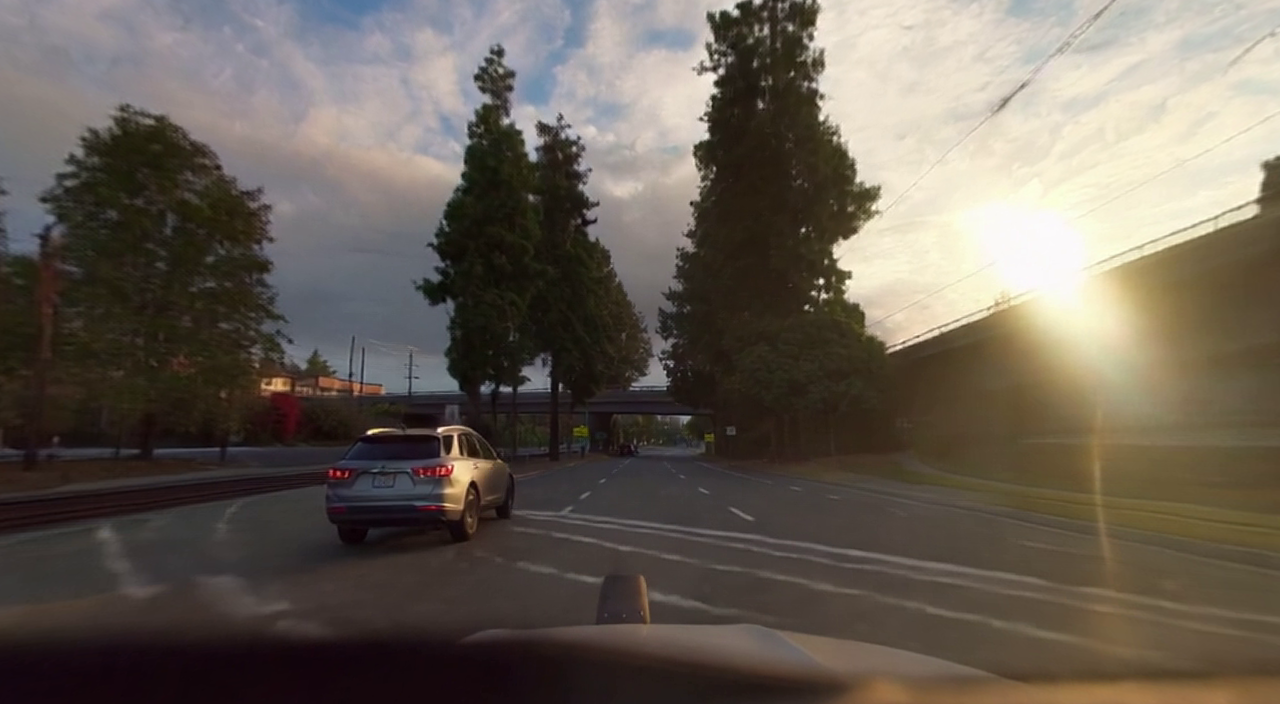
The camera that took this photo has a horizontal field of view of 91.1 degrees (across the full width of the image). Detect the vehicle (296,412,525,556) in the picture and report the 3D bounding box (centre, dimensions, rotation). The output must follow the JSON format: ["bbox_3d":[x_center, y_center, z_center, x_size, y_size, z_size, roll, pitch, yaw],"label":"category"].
[{"bbox_3d":[-3.158,1.902,9.772,1.882,1.704,4.335,0,-8,0],"label":"vehicle"}]
